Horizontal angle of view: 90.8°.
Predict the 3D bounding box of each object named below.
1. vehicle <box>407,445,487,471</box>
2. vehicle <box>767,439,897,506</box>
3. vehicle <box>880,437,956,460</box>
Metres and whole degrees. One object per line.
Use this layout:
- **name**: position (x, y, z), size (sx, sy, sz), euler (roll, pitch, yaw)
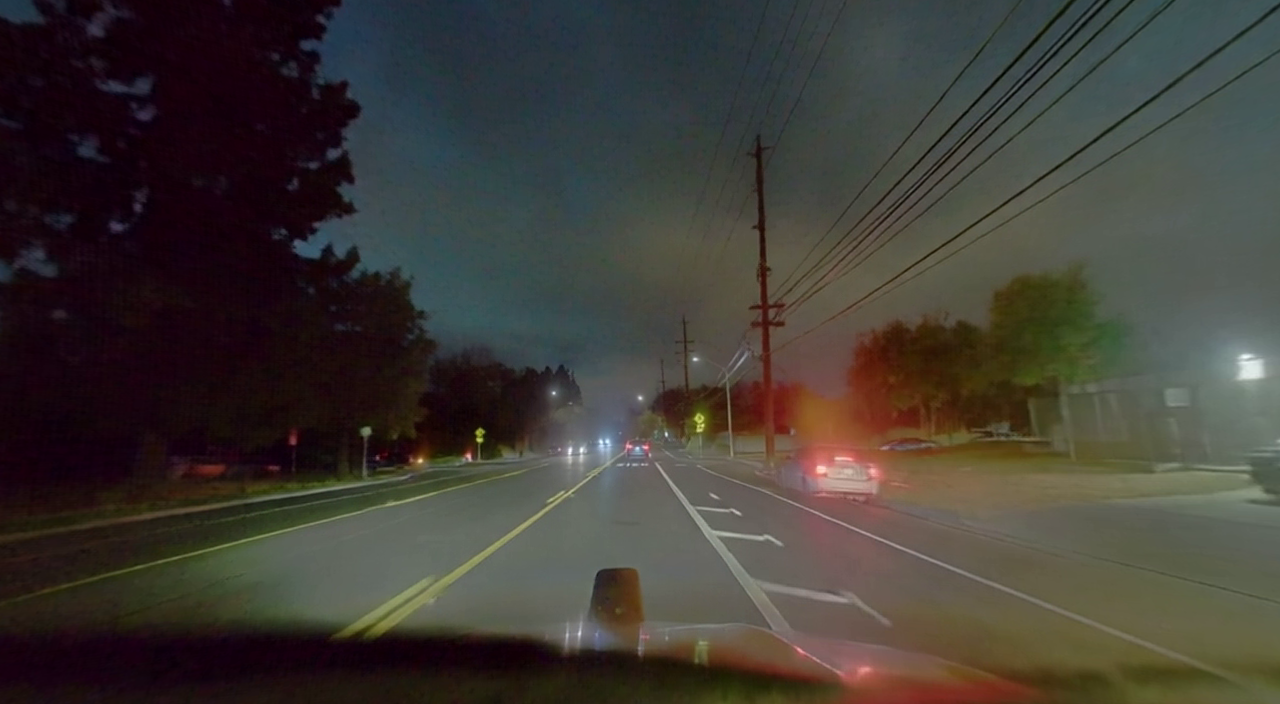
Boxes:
- **vehicle**: position (-14.065, 7.751, 46.265), size (5.190, 1.502, 2.085), euler (-4, -8, -1)
- **vehicle**: position (4.764, 3.040, 16.456), size (1.987, 1.479, 4.562), euler (0, -8, 0)
- **vehicle**: position (18.938, 6.561, 43.130), size (4.292, 1.489, 1.895), euler (0, -8, 0)
